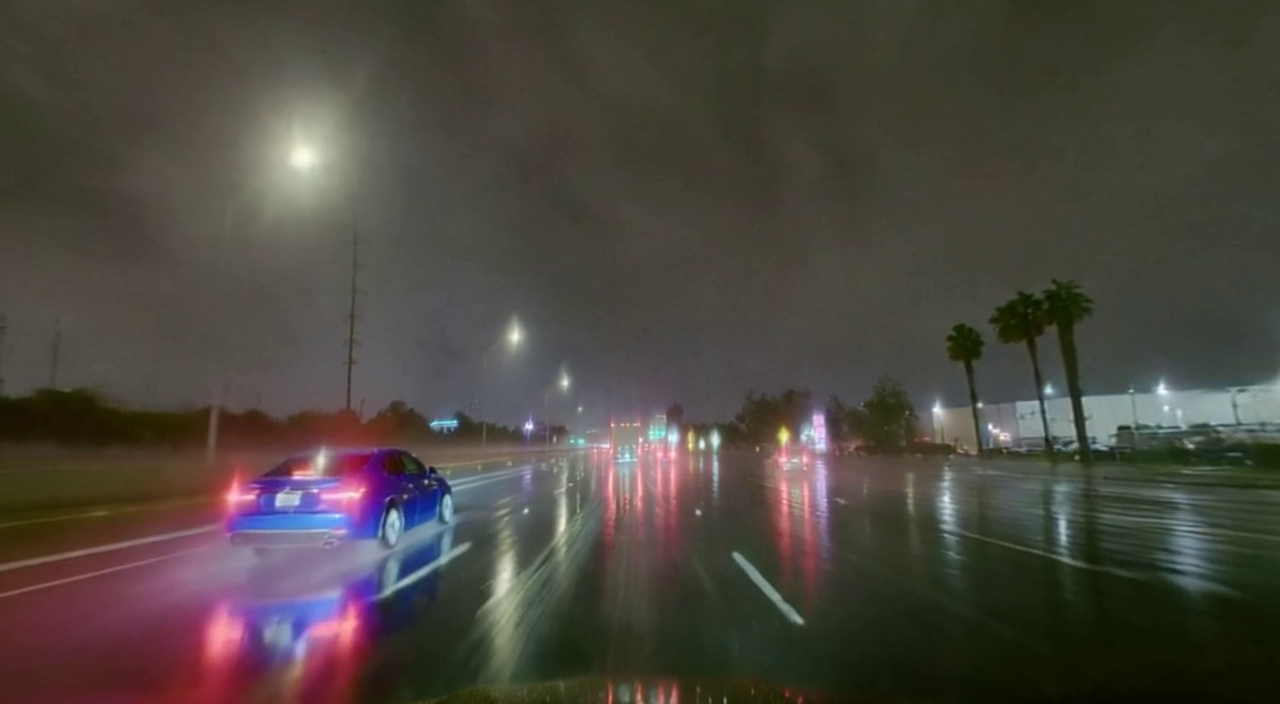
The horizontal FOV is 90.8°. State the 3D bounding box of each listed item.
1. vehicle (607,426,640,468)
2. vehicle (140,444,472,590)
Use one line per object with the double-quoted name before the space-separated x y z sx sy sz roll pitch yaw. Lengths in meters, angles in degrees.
"vehicle" -1.252 7.275 48.439 2.364 2.953 6.495 0 -9 -2
"vehicle" -3.931 1.981 8.531 2.097 1.447 4.291 0 -9 1
